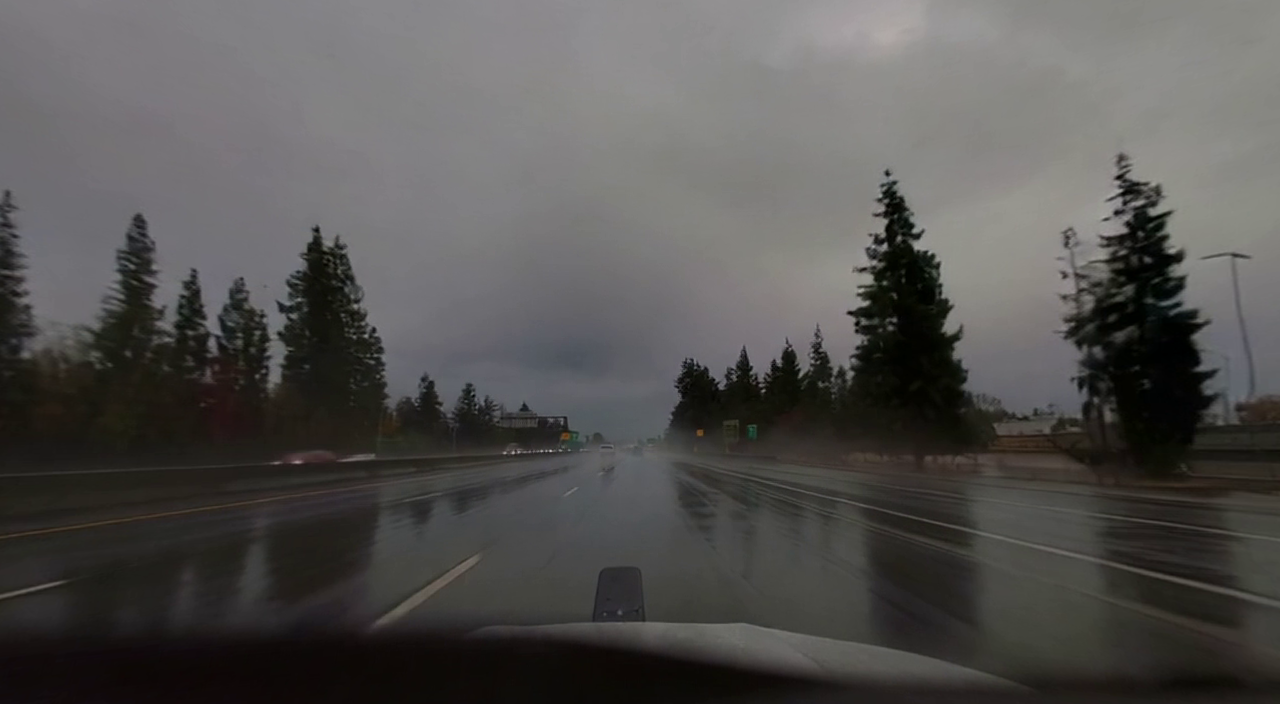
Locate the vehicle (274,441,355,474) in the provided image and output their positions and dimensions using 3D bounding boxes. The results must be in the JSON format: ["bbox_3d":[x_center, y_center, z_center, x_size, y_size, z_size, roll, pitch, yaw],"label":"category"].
[{"bbox_3d":[-19.986,6.516,39.071,2.289,1.857,4.835,-1,-9,2],"label":"vehicle"}]
